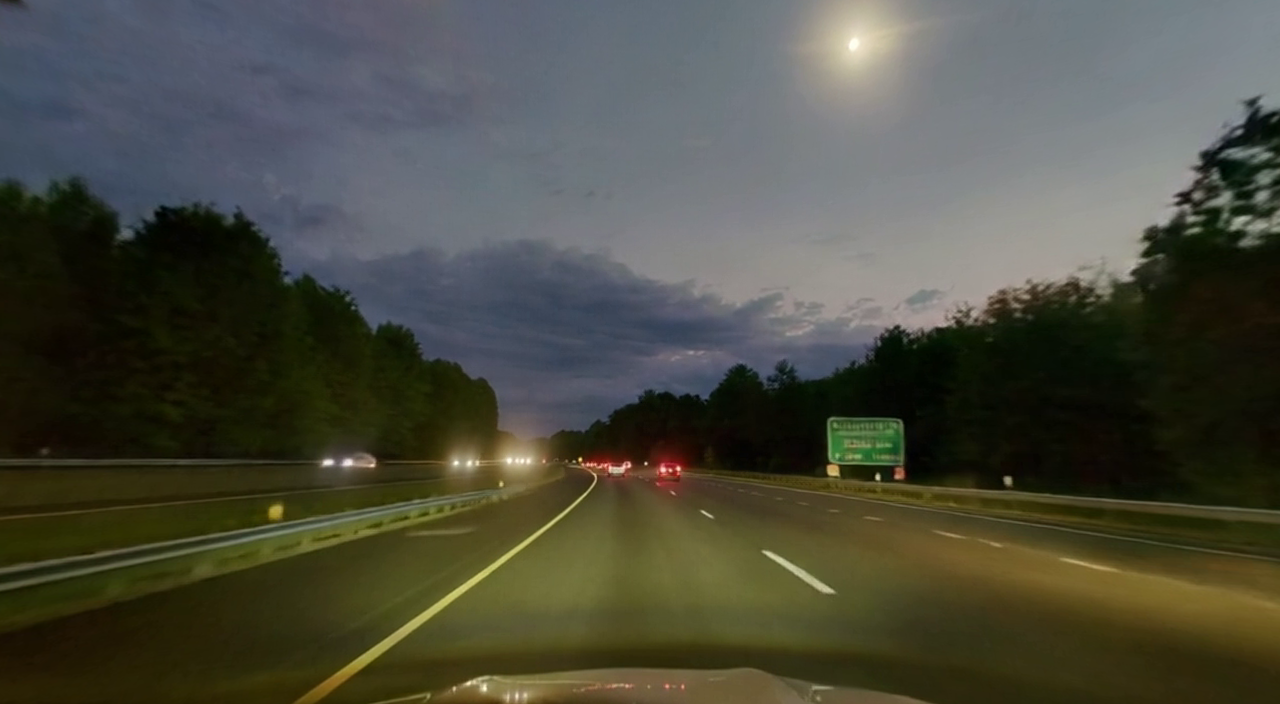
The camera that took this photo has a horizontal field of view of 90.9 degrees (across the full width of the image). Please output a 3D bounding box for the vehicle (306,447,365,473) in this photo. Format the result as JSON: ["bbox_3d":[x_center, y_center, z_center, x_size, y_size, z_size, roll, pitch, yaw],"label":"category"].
[{"bbox_3d":[-20.354,7.284,42.316,1.854,1.612,4.176,1,-10,-1],"label":"vehicle"}]
